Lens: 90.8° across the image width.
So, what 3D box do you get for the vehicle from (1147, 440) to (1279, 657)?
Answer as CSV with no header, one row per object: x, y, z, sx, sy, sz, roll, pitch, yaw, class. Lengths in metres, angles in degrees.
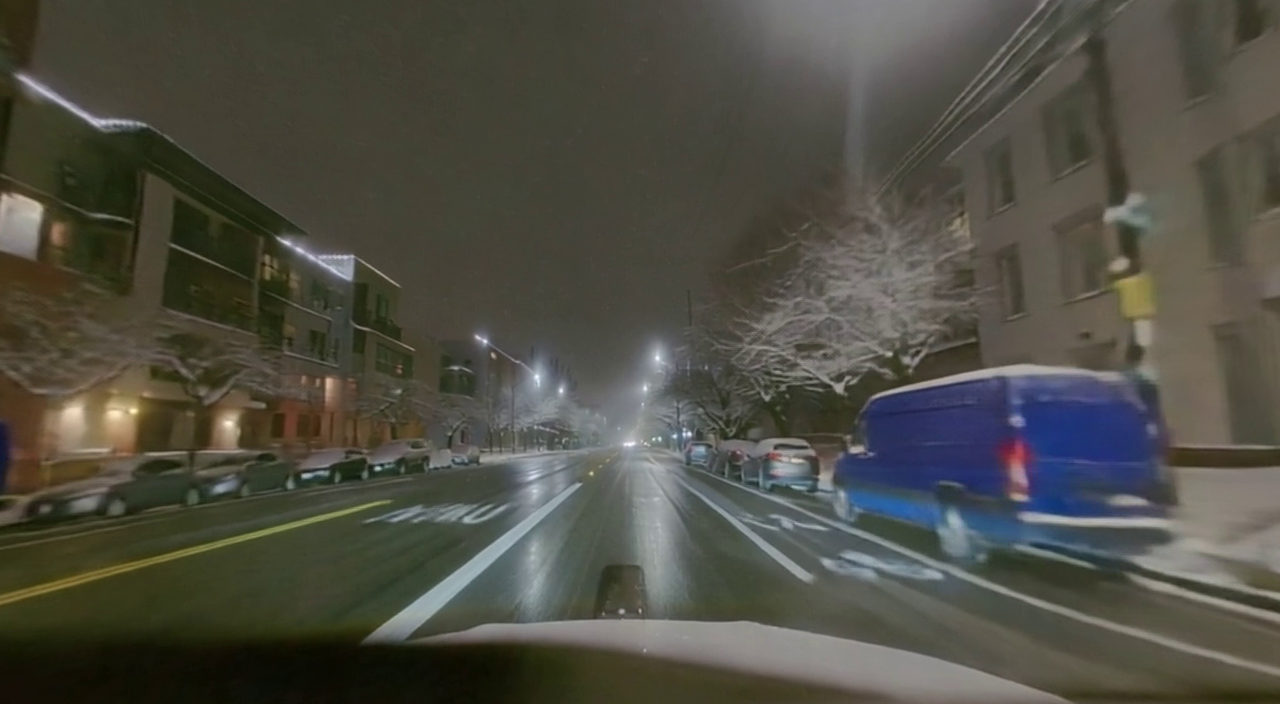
5.568,1.195,3.245,1.848,1.468,4.332,2,-9,-12,vehicle

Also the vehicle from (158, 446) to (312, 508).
-12.793,3.927,20.417,1.880,1.583,4.652,-3,-8,1,vehicle

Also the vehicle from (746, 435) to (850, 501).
4.586,3.411,19.135,1.927,1.718,4.679,0,-8,0,vehicle

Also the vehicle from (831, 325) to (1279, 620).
4.898,1.500,8.746,2.414,2.670,5.833,1,-8,-3,vehicle

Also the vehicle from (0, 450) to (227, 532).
-12.408,3.220,15.349,1.892,1.472,4.523,-2,-7,-3,vehicle

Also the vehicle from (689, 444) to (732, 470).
4.255,6.427,38.861,1.923,1.493,4.628,1,-8,-2,vehicle

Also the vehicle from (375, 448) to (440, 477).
-12.952,6.177,35.561,1.954,1.491,4.633,0,-8,-1,vehicle

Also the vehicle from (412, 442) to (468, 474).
-12.940,6.864,41.310,2.149,1.865,5.247,-2,-8,-2,vehicle
